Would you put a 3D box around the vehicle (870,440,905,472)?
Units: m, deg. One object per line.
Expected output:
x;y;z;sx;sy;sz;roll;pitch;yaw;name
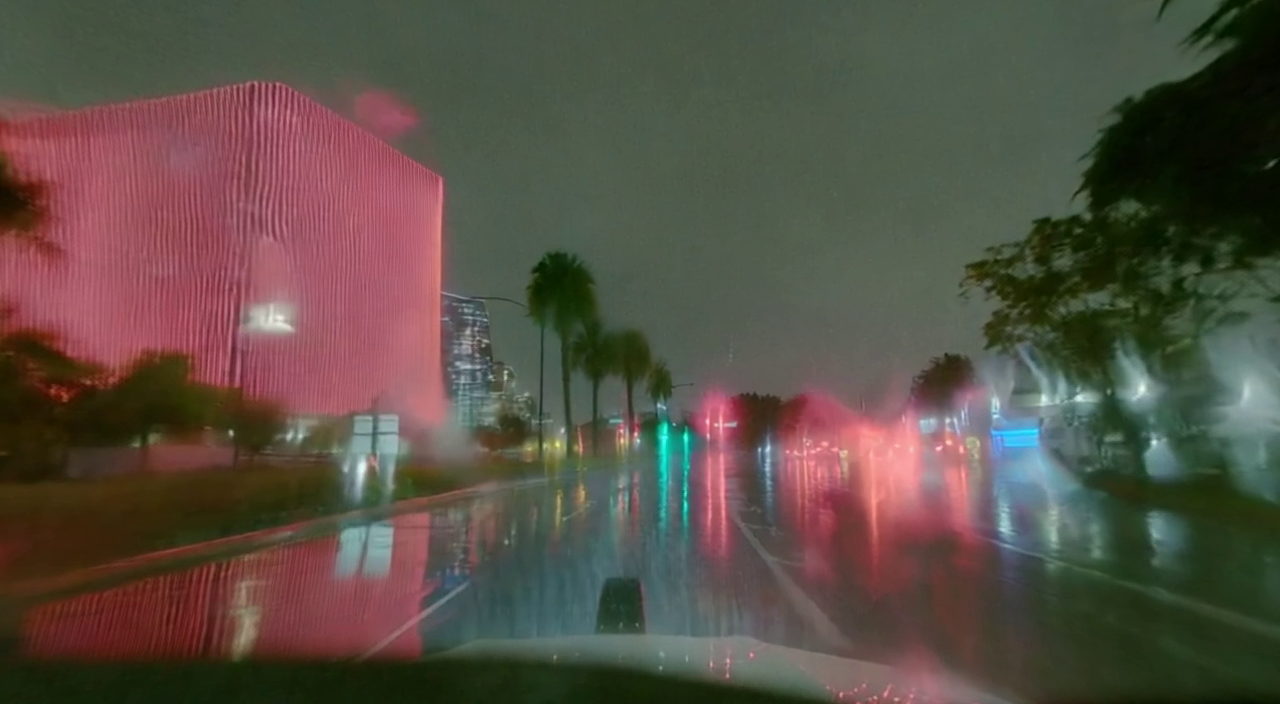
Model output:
18.946;7.977;48.239;2.219;2.342;1.744;-1;-10;14;vehicle
